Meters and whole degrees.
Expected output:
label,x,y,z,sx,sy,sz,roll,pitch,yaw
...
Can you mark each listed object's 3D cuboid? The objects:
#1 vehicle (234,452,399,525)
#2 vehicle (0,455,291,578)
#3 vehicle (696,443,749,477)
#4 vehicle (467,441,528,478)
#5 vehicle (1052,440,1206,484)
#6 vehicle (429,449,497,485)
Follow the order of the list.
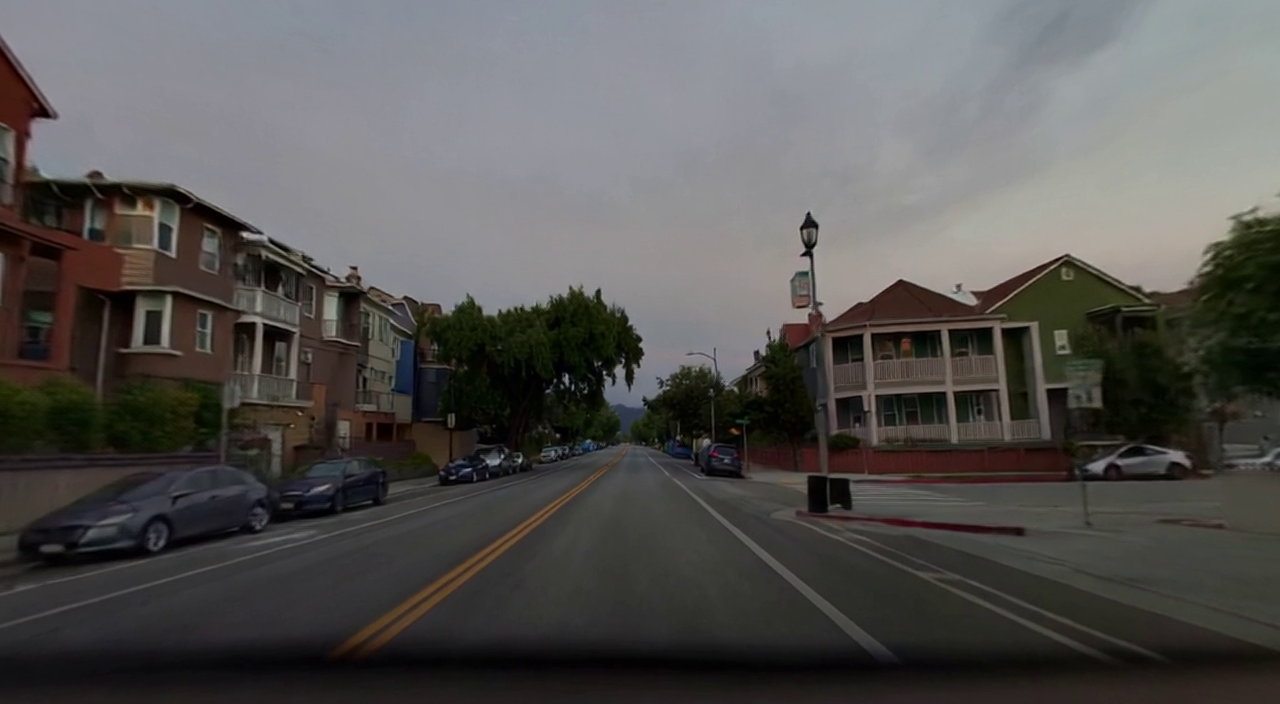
label,x,y,z,sx,sy,sz,roll,pitch,yaw
vehicle,-7.938,3.347,16.097,1.836,1.474,4.565,-1,-8,-1
vehicle,-8.036,2.485,10.419,1.970,1.480,4.616,-1,-9,-1
vehicle,4.330,5.706,33.713,2.034,1.674,4.271,1,-9,-3
vehicle,-7.815,5.980,35.203,2.283,1.853,4.903,-1,-9,-1
vehicle,20.141,4.534,26.193,4.568,1.727,2.199,0,-9,-2
vehicle,-8.065,5.271,29.236,1.967,1.517,4.360,0,-9,-1
